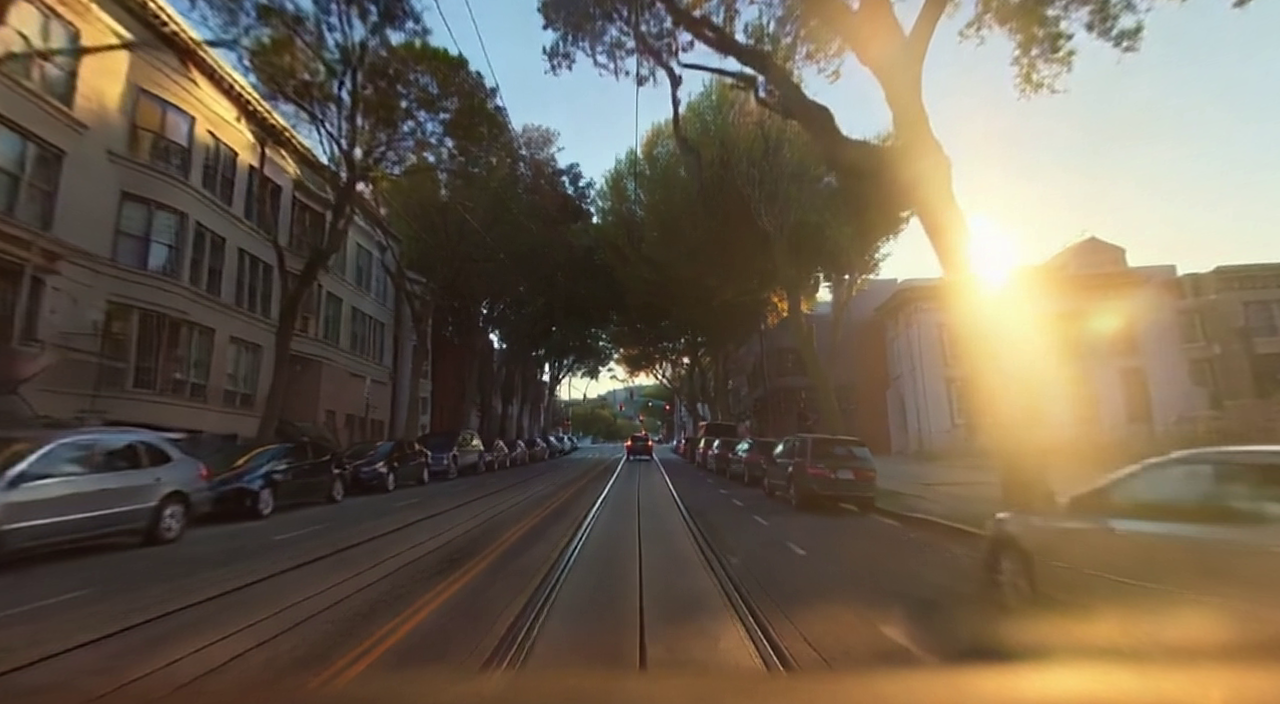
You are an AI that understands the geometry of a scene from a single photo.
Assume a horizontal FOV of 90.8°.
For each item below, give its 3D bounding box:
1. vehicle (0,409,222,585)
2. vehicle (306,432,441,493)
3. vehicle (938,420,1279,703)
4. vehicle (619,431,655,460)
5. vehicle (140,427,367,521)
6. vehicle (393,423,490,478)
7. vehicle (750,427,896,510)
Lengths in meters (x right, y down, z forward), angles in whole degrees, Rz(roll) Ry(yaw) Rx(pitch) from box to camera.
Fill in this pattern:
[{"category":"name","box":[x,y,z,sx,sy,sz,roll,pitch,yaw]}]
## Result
[{"category":"vehicle","box":[-7.316,1.535,7.208,1.861,1.751,4.550,1,-6,2]},{"category":"vehicle","box":[-7.378,3.104,18.125,1.833,1.477,4.851,0,-9,-1]},{"category":"vehicle","box":[3.815,1.187,3.787,1.838,1.475,4.163,0,-9,-3]},{"category":"vehicle","box":[-0.187,5.383,36.341,1.984,1.571,3.404,0,-9,0]},{"category":"vehicle","box":[-7.332,2.393,12.659,1.756,1.492,4.426,1,-10,-1]},{"category":"vehicle","box":[-7.289,3.695,23.820,2.049,1.821,5.066,0,-9,0]},{"category":"vehicle","box":[3.865,2.541,14.208,1.890,1.559,4.281,0,-9,-2]}]
